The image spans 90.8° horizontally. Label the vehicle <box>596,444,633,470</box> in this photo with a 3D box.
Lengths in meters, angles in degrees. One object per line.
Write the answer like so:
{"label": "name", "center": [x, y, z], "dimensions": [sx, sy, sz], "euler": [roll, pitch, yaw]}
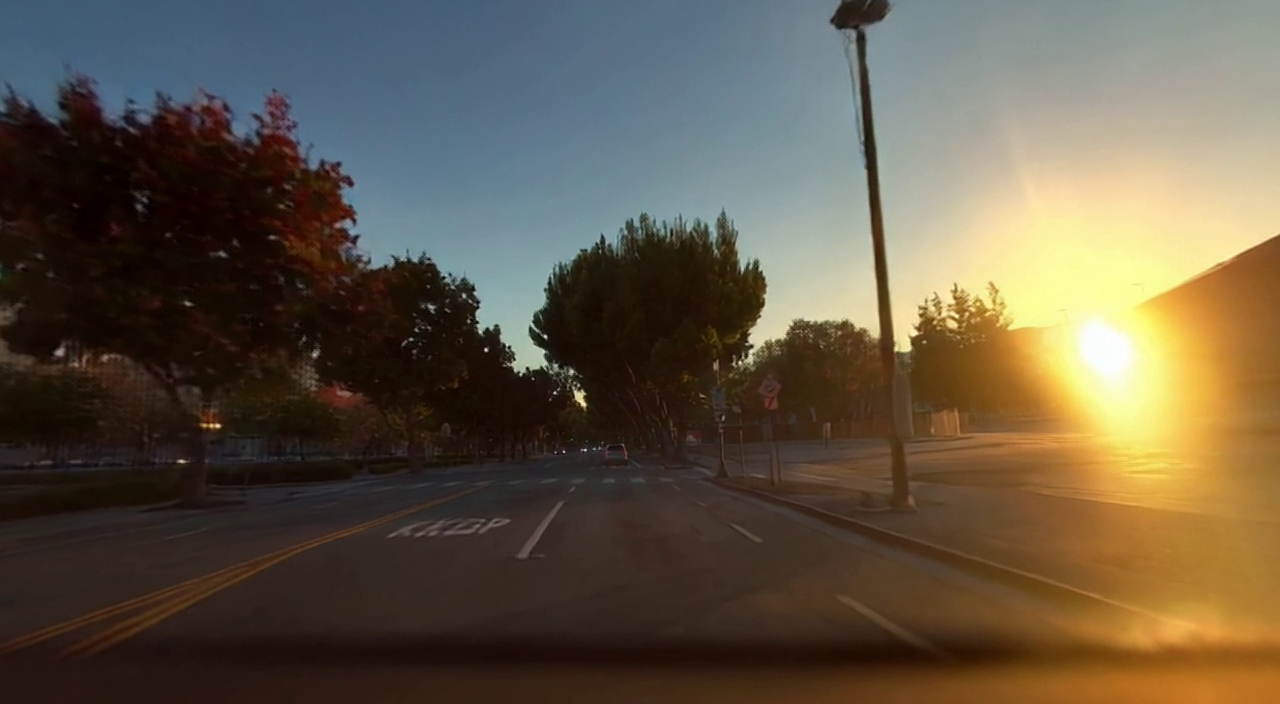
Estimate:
{"label": "vehicle", "center": [-1.582, 6.408, 38.783], "dimensions": [2.131, 1.474, 4.146], "euler": [0, -8, -3]}
